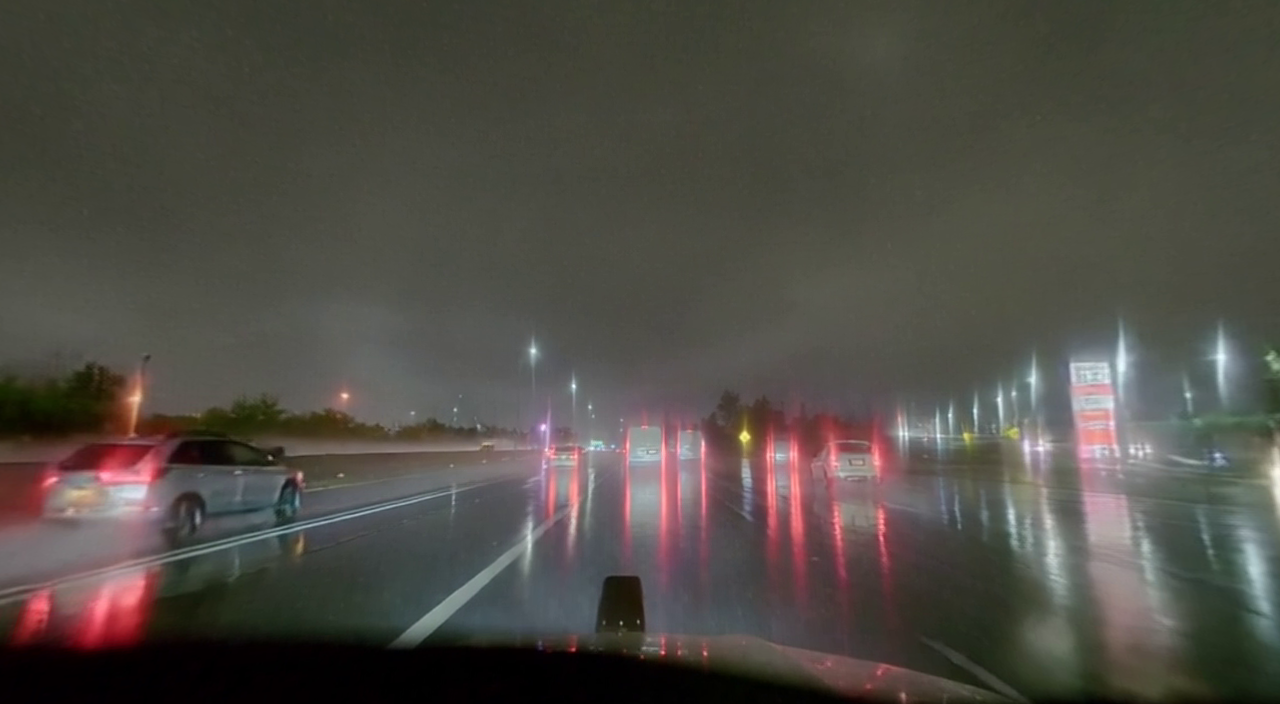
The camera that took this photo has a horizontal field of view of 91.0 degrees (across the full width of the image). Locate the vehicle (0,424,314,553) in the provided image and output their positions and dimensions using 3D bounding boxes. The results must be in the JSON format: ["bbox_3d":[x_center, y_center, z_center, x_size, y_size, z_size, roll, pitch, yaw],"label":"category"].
[{"bbox_3d":[-7.658,2.087,10.379,2.108,1.619,4.548,0,-9,0],"label":"vehicle"}]

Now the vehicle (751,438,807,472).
[{"bbox_3d":[8.008,5.977,36.843,2.147,1.808,5.243,0,-9,0],"label":"vehicle"}]

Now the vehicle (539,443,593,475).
[{"bbox_3d":[-3.732,5.487,32.596,2.173,1.542,4.781,0,-9,1],"label":"vehicle"}]

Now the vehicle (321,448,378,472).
[{"bbox_3d":[-18.957,7.049,41.248,1.843,1.487,3.747,0,-9,2],"label":"vehicle"}]

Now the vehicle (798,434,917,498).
[{"bbox_3d":[6.360,3.374,19.071,2.146,1.678,4.489,0,-9,2],"label":"vehicle"}]

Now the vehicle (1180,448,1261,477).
[{"bbox_3d":[37.981,7.180,41.336,2.039,1.718,4.674,-3,-9,18],"label":"vehicle"}]

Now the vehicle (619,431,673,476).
[{"bbox_3d":[0.313,5.105,31.866,2.509,2.062,4.639,0,-9,1],"label":"vehicle"}]
